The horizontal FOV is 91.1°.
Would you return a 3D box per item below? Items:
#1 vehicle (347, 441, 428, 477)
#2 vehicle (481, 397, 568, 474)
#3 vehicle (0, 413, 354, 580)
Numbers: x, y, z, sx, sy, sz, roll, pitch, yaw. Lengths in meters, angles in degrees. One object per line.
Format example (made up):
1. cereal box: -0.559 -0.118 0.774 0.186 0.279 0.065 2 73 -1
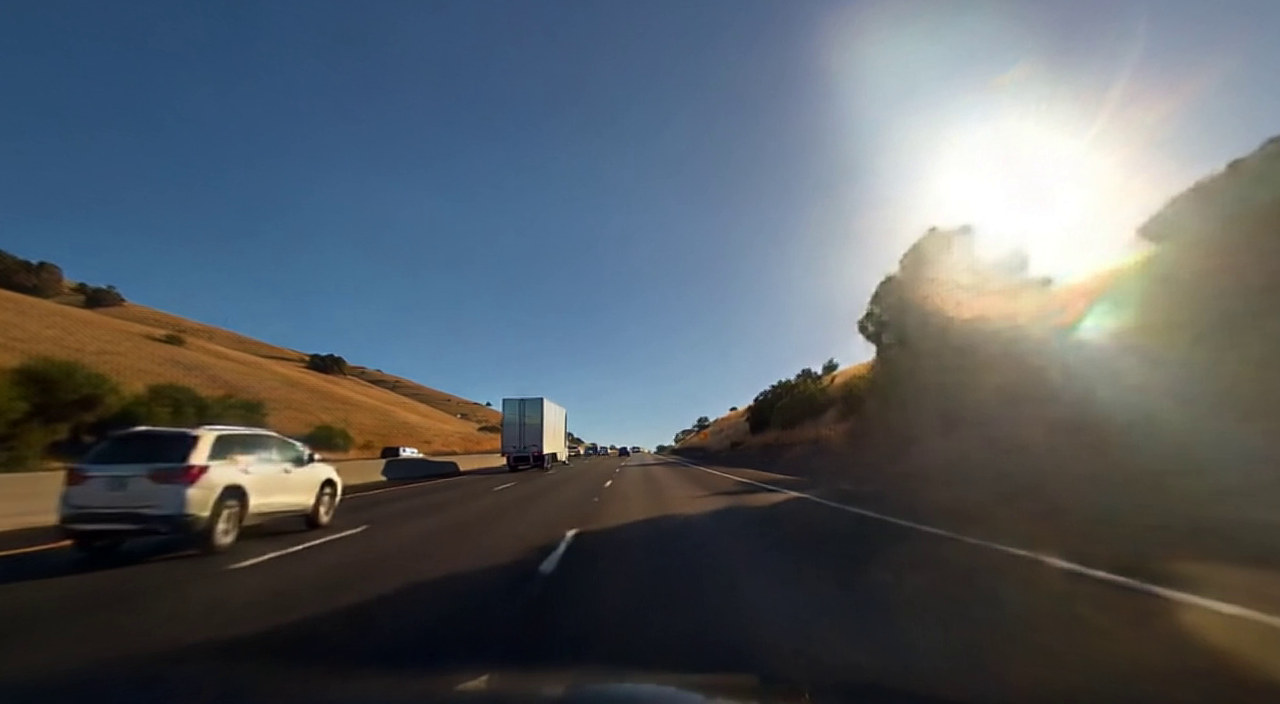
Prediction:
1. vehicle: -13.843 5.863 34.862 2.130 1.828 5.523 0 -8 1
2. vehicle: -6.440 5.003 37.082 2.981 3.860 11.022 0 -8 0
3. vehicle: -6.101 1.847 8.854 2.099 1.734 4.413 0 -8 -1
